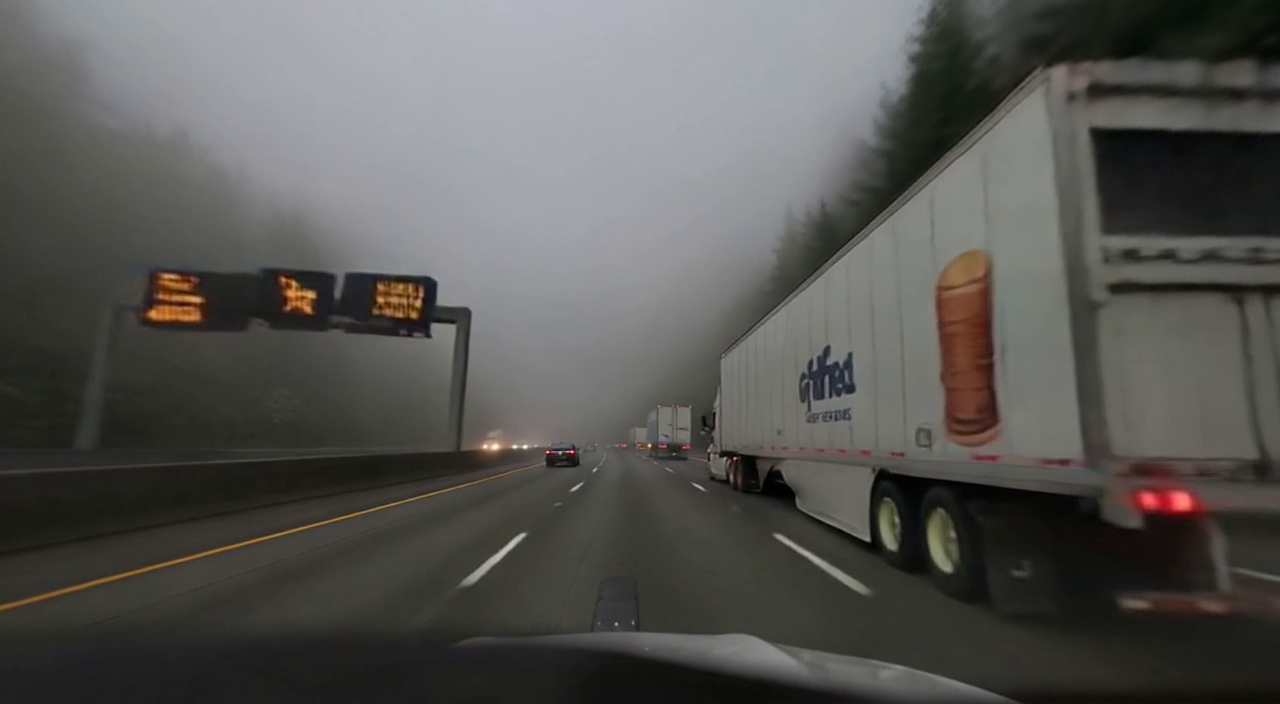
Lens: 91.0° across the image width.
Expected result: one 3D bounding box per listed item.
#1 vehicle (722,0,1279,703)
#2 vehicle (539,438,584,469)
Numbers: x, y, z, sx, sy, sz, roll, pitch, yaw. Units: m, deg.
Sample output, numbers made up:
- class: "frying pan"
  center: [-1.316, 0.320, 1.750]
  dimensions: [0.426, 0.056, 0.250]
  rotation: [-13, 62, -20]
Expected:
- class: "vehicle"
  center: [3.735, 0.600, 9.002]
  dimensions: [2.948, 4.045, 13.051]
  rotation: [0, -8, -2]
- class: "vehicle"
  center: [-4.433, 5.810, 36.224]
  dimensions: [2.206, 1.644, 4.027]
  rotation: [0, -8, -2]
